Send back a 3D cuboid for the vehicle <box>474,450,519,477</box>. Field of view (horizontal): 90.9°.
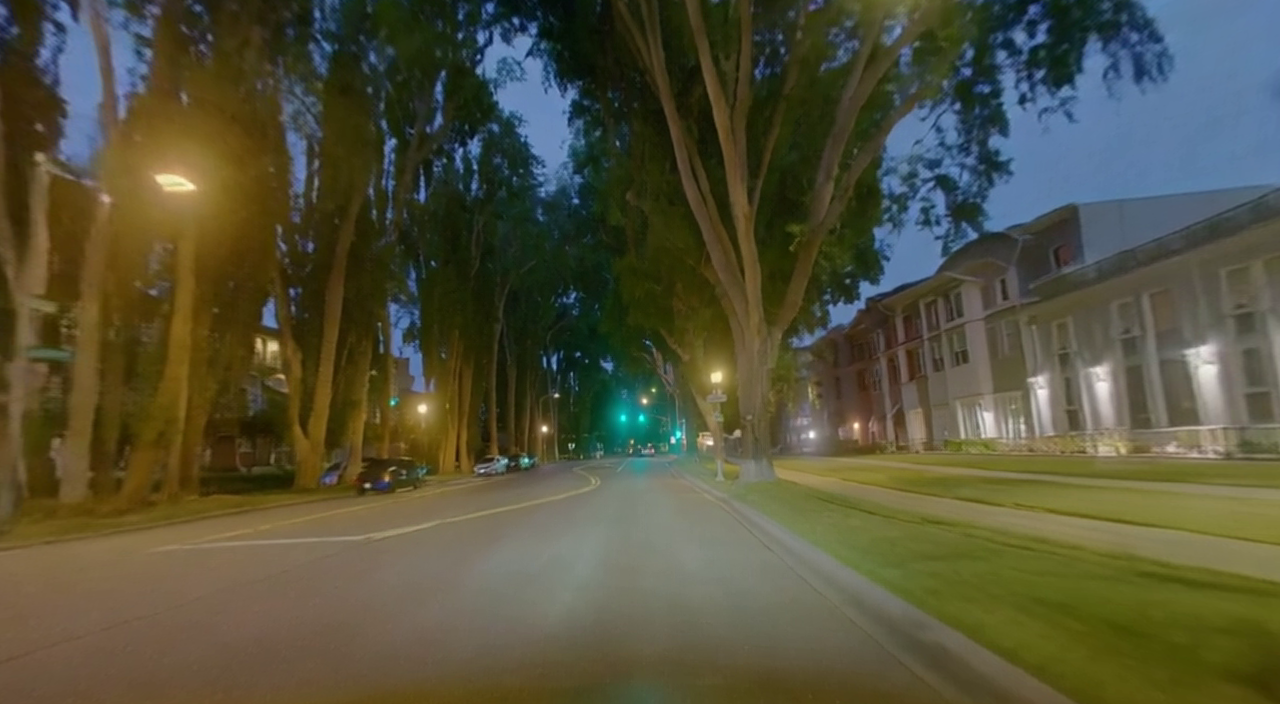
[{"bbox_3d":[-10.215,7.928,45.112,1.995,1.657,4.609,-2,-8,3],"label":"vehicle"}]

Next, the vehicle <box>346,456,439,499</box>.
[{"bbox_3d":[-9.976,5.075,25.847,1.892,1.484,4.576,0,-9,1],"label":"vehicle"}]
